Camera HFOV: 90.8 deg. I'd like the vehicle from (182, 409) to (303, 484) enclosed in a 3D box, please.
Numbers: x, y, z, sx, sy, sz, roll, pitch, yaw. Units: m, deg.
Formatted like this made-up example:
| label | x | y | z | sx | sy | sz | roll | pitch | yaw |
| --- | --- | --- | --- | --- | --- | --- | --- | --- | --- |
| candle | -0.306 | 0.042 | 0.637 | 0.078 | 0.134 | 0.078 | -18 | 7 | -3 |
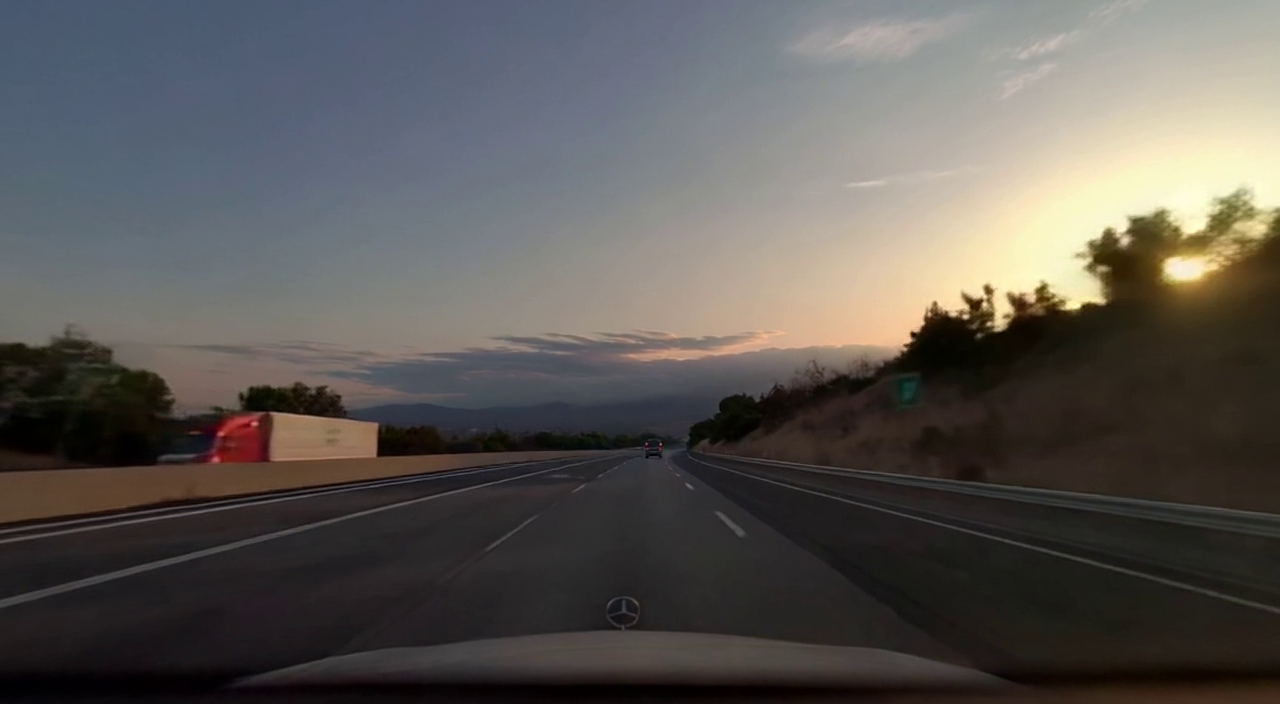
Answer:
| label | x | y | z | sx | sy | sz | roll | pitch | yaw |
| --- | --- | --- | --- | --- | --- | --- | --- | --- | --- |
| vehicle | -23.217 | 5.572 | 37.311 | 2.999 | 4.019 | 5.980 | -1 | -9 | 1 |
